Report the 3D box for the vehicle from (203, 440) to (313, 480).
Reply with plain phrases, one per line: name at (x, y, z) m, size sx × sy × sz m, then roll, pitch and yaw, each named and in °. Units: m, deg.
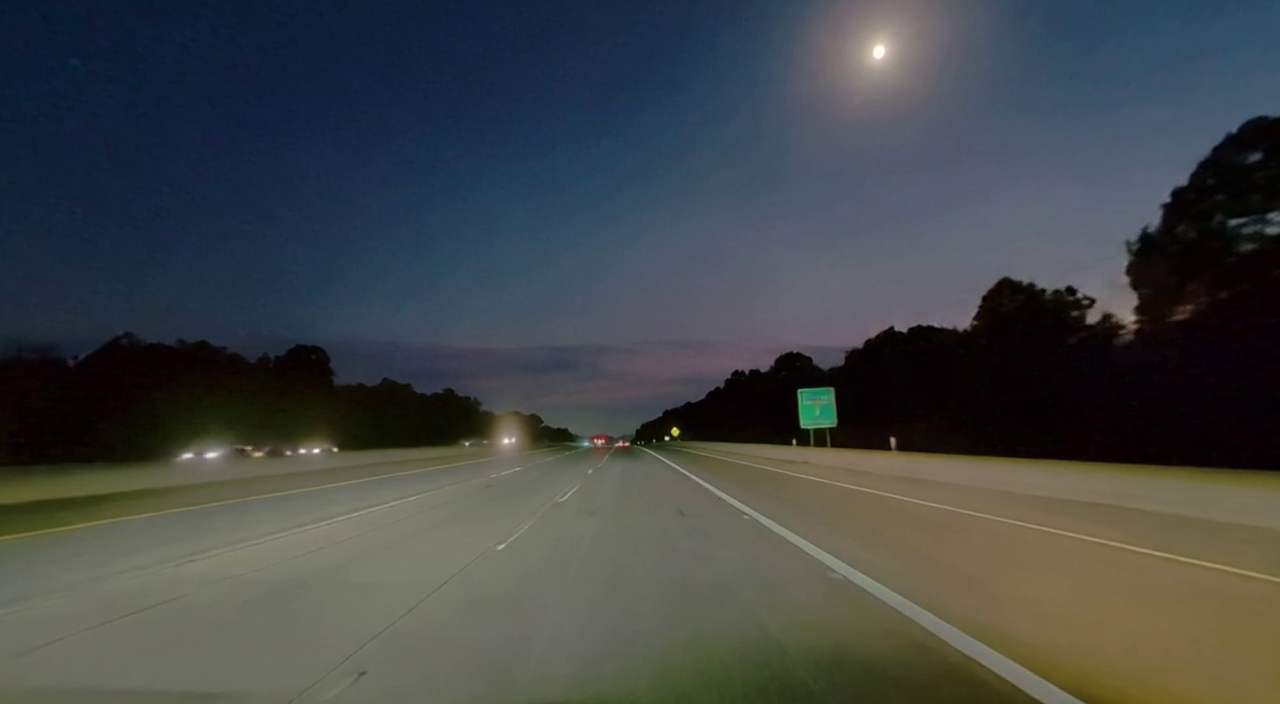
vehicle at (-16.083, 4.522, 26.772) m, size 1.870 × 1.524 × 4.571 m, roll 0°, pitch -8°, yaw -1°
